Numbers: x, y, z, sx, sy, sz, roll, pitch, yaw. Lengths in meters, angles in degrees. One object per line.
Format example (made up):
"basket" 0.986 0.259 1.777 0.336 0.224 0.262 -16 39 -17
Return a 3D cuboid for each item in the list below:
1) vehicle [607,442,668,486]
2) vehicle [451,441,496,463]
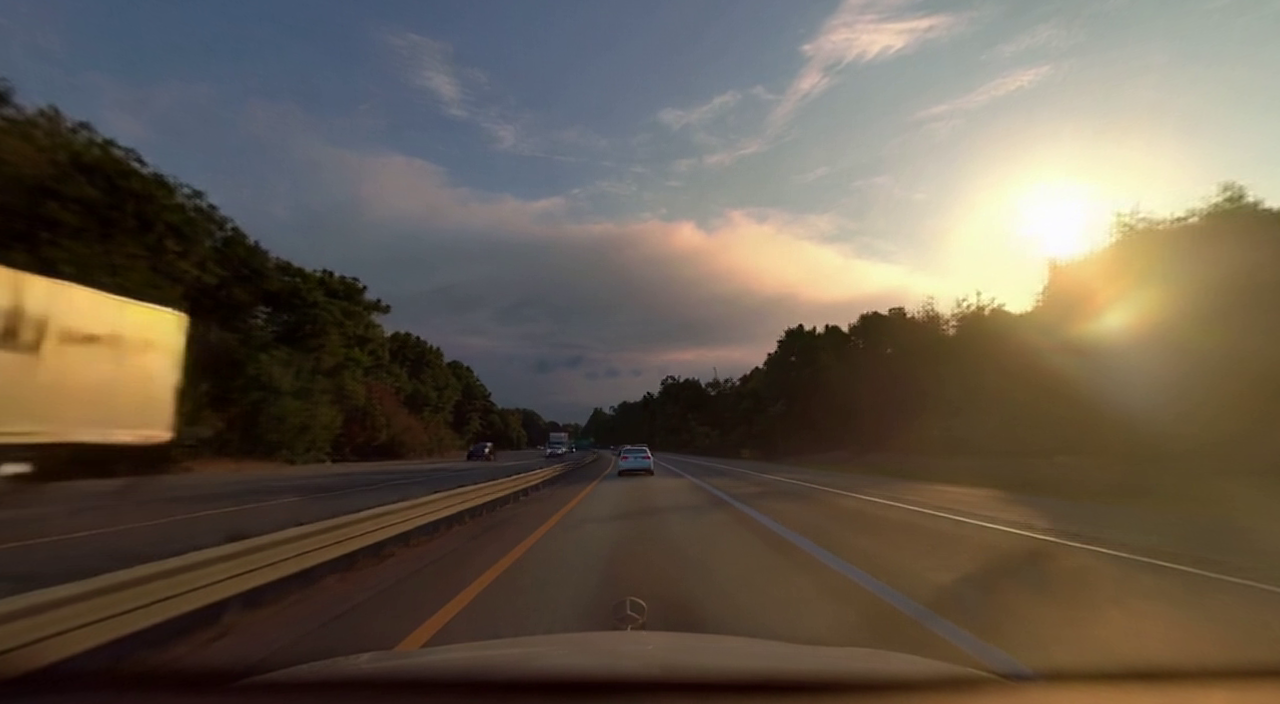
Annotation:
"vehicle" -0.122 4.242 24.178 2.114 1.523 4.012 0 -9 -1
"vehicle" -13.069 7.866 49.731 2.255 1.646 4.543 0 -9 0
